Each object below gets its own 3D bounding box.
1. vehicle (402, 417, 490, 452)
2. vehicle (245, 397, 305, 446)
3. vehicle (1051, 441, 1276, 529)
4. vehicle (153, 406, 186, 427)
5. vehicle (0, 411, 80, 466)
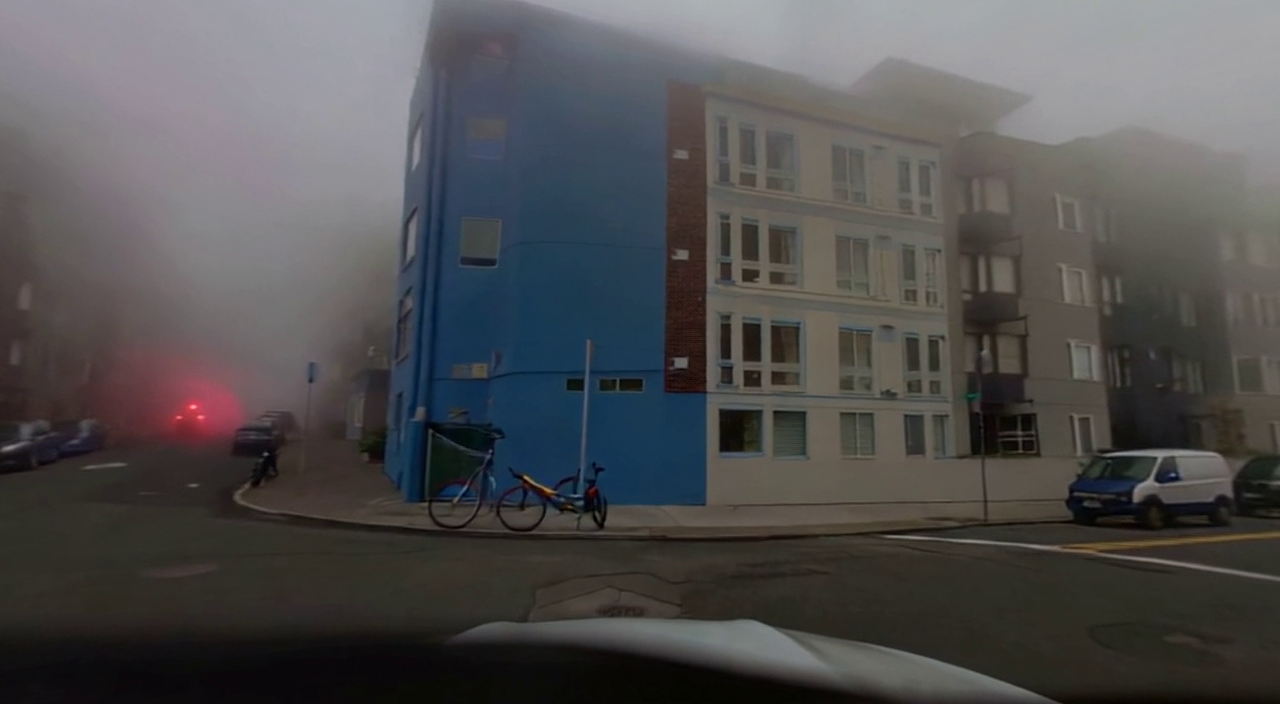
[{"bbox_3d":[-8.595,3.671,27.859,3.404,1.431,1.641,4,-9,-28],"label":"vehicle"},{"bbox_3d":[-16.906,3.274,29.021,2.072,2.074,4.358,5,-9,-31],"label":"vehicle"},{"bbox_3d":[10.337,2.557,12.504,3.414,1.519,1.719,3,-8,-16],"label":"vehicle"},{"bbox_3d":[-35.483,4.912,47.461,1.777,1.459,3.676,6,-9,-34],"label":"vehicle"},{"bbox_3d":[-17.941,2.459,18.037,1.897,1.431,3.741,4,-9,-28],"label":"vehicle"}]
